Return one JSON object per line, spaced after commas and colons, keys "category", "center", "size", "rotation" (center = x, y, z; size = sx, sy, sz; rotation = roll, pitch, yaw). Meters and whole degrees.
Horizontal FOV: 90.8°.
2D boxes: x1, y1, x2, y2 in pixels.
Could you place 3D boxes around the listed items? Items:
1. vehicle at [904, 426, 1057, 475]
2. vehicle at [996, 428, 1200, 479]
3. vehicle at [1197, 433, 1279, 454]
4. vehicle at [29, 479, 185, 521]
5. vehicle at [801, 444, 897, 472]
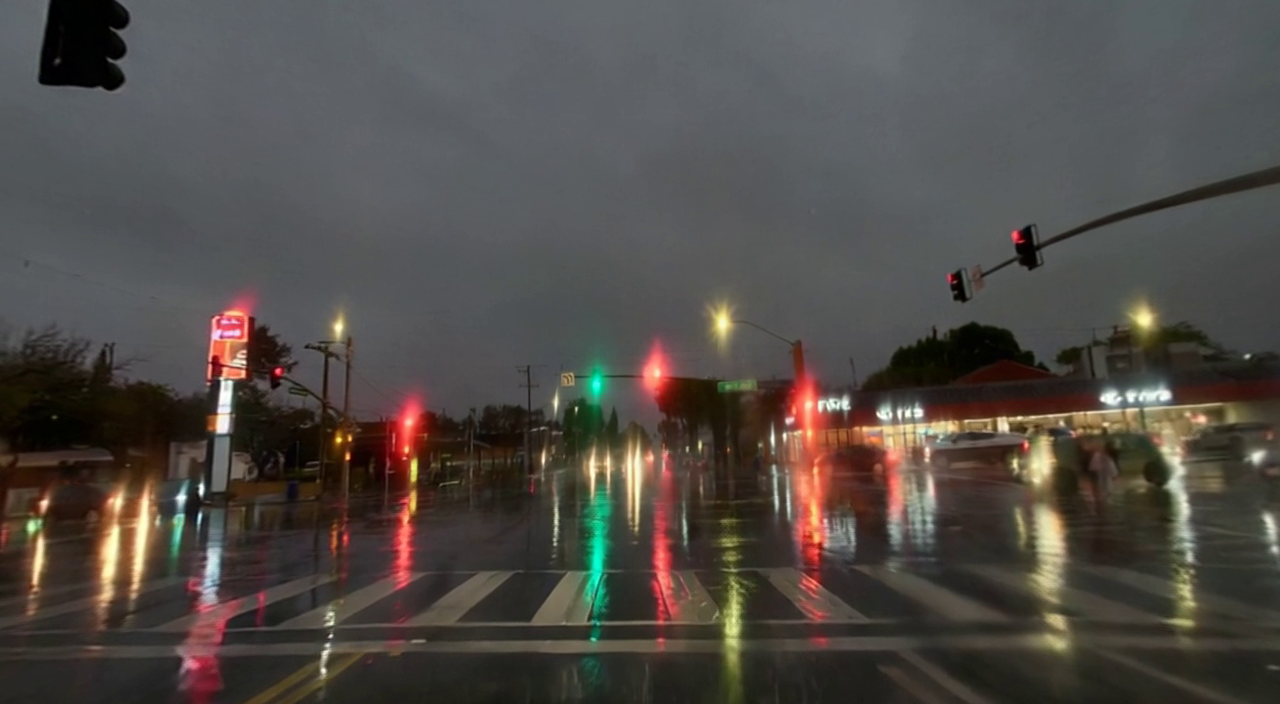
{"category": "vehicle", "center": [13.000, 3.824, 24.519], "size": [4.916, 1.730, 1.986], "rotation": [-4, -9, 21]}
{"category": "vehicle", "center": [14.356, 3.232, 20.205], "size": [4.835, 1.487, 1.913], "rotation": [-3, -9, 20]}
{"category": "vehicle", "center": [42.044, 6.439, 44.448], "size": [4.347, 1.446, 1.777], "rotation": [1, -9, -10]}
{"category": "vehicle", "center": [-21.161, 5.850, 25.174], "size": [4.676, 1.463, 1.909], "rotation": [-1, -8, 6]}
{"category": "vehicle", "center": [11.562, 5.857, 35.018], "size": [4.728, 1.468, 2.083], "rotation": [-5, -9, 27]}
